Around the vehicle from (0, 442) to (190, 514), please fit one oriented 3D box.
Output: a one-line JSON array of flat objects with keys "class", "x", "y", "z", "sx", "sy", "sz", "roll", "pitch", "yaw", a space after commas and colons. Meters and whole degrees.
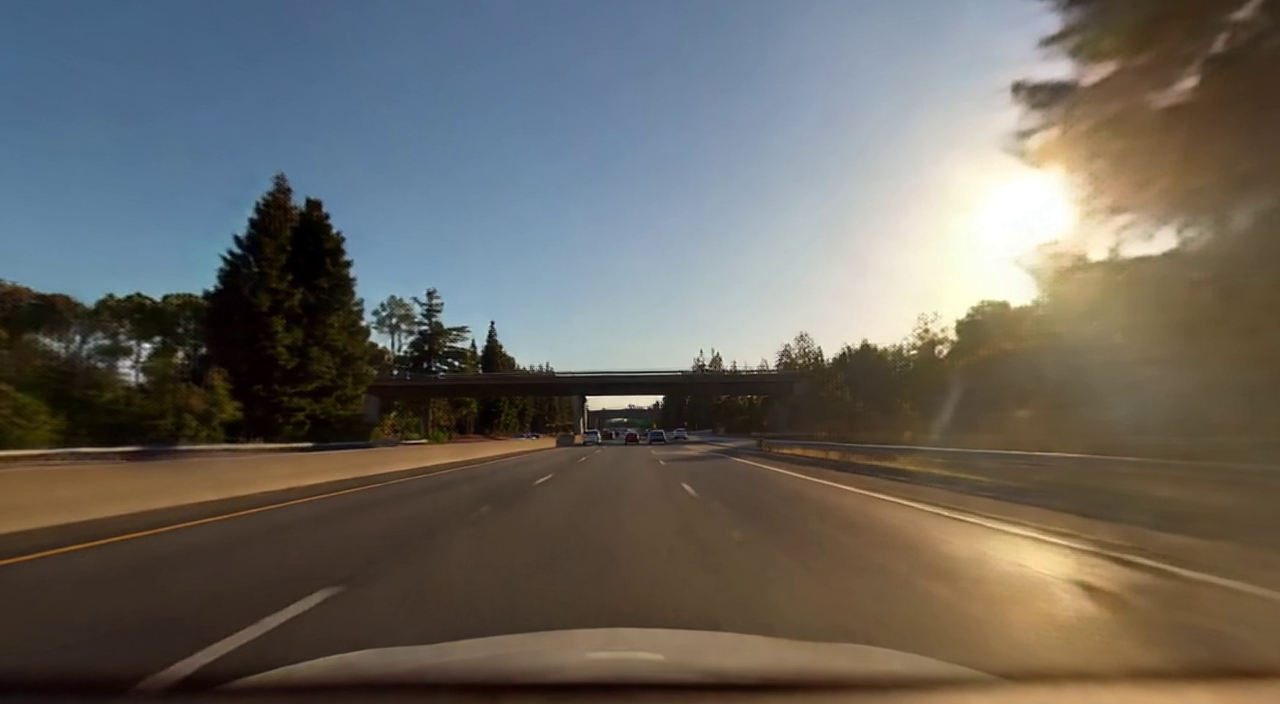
[{"class": "vehicle", "x": -12.870, "y": 2.816, "z": 14.667, "sx": 1.758, "sy": 1.404, "sz": 4.108, "roll": 0, "pitch": -8, "yaw": -1}]
